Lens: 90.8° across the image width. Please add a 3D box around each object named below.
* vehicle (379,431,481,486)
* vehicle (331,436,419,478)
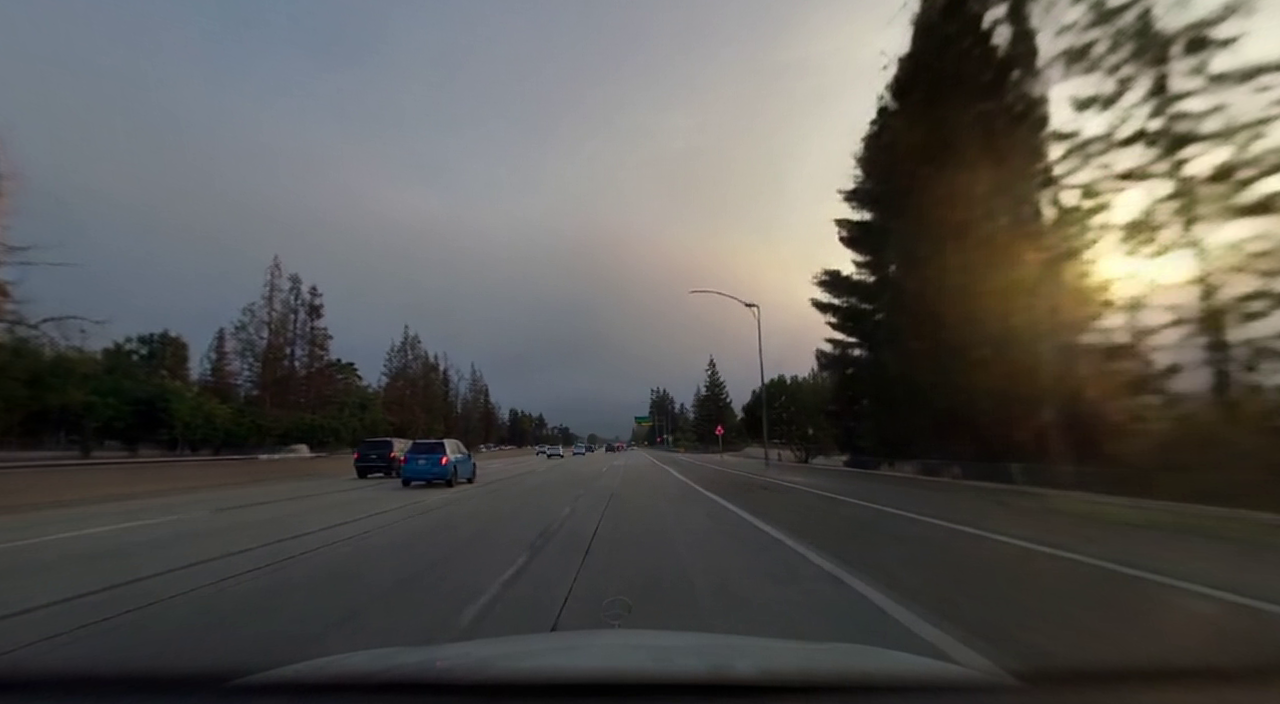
[{"bbox_3d":[-7.389,3.811,22.817,2.146,1.766,4.502,0,-9,-1],"label":"vehicle"},{"bbox_3d":[-11.639,4.638,28.124,2.016,1.711,4.365,0,-9,-1],"label":"vehicle"}]
